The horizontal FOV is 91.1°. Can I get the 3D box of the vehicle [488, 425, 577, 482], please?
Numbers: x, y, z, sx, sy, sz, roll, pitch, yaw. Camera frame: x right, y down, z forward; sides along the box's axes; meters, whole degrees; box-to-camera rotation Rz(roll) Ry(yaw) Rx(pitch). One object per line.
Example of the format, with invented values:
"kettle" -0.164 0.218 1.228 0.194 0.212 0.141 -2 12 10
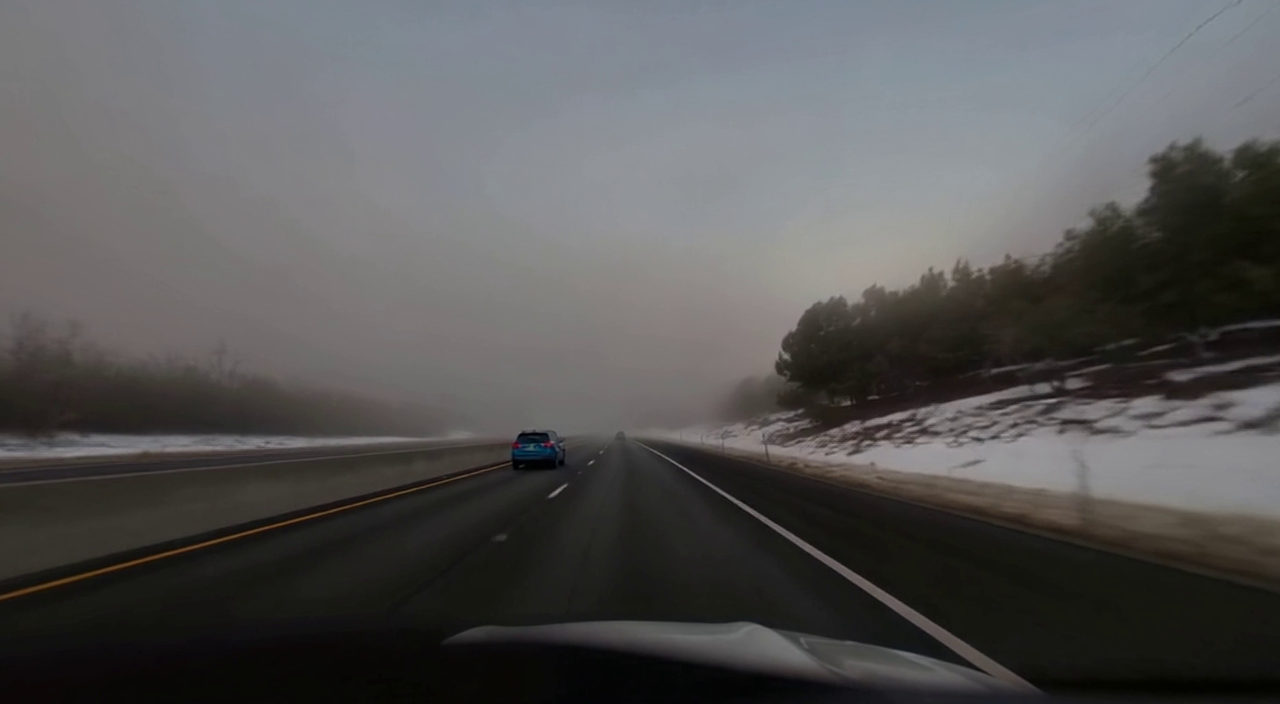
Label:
"vehicle" -3.107 3.024 19.038 1.999 1.536 3.969 0 -8 0
